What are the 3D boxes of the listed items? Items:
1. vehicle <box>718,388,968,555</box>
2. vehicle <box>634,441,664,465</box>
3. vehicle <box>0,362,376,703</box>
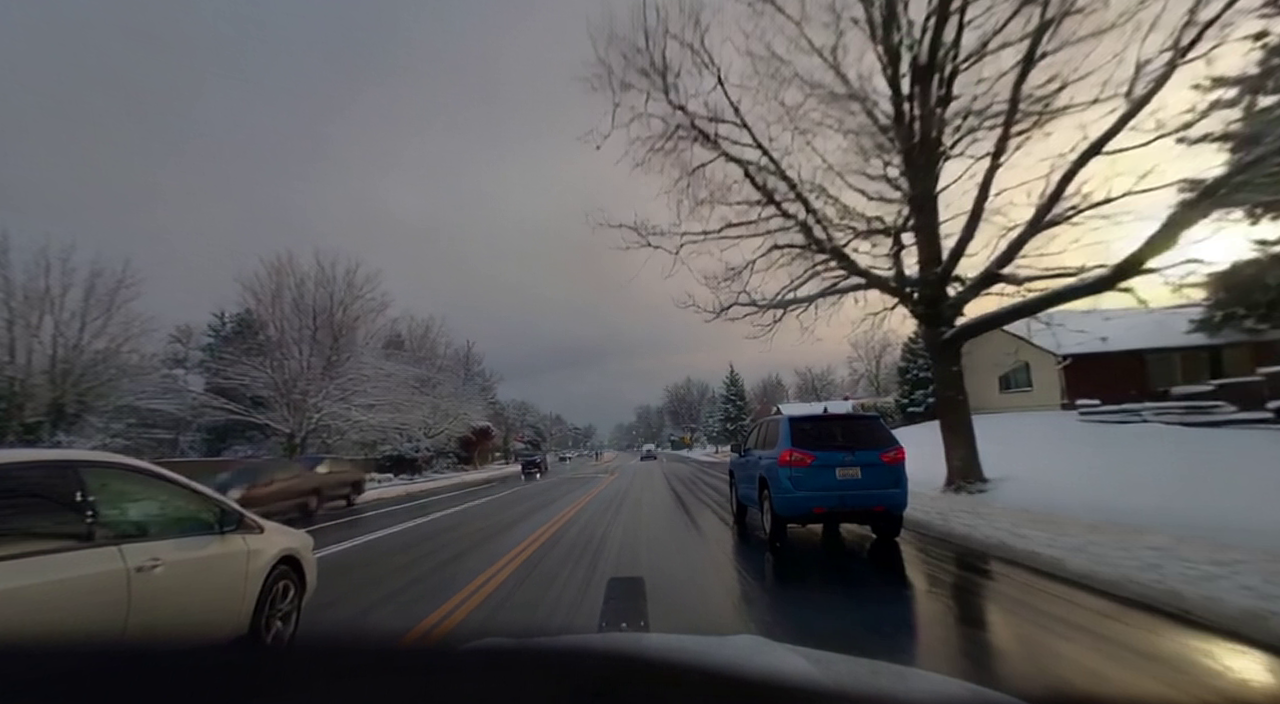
[{"bbox_3d":[2.881,1.898,10.727,2.338,2.063,5.592,0,-8,0],"label":"vehicle"},{"bbox_3d":[0.682,7.760,48.503,2.138,1.729,4.178,-1,-8,1],"label":"vehicle"},{"bbox_3d":[-3.195,0.968,2.747,2.058,1.659,4.514,-1,-8,1],"label":"vehicle"}]
